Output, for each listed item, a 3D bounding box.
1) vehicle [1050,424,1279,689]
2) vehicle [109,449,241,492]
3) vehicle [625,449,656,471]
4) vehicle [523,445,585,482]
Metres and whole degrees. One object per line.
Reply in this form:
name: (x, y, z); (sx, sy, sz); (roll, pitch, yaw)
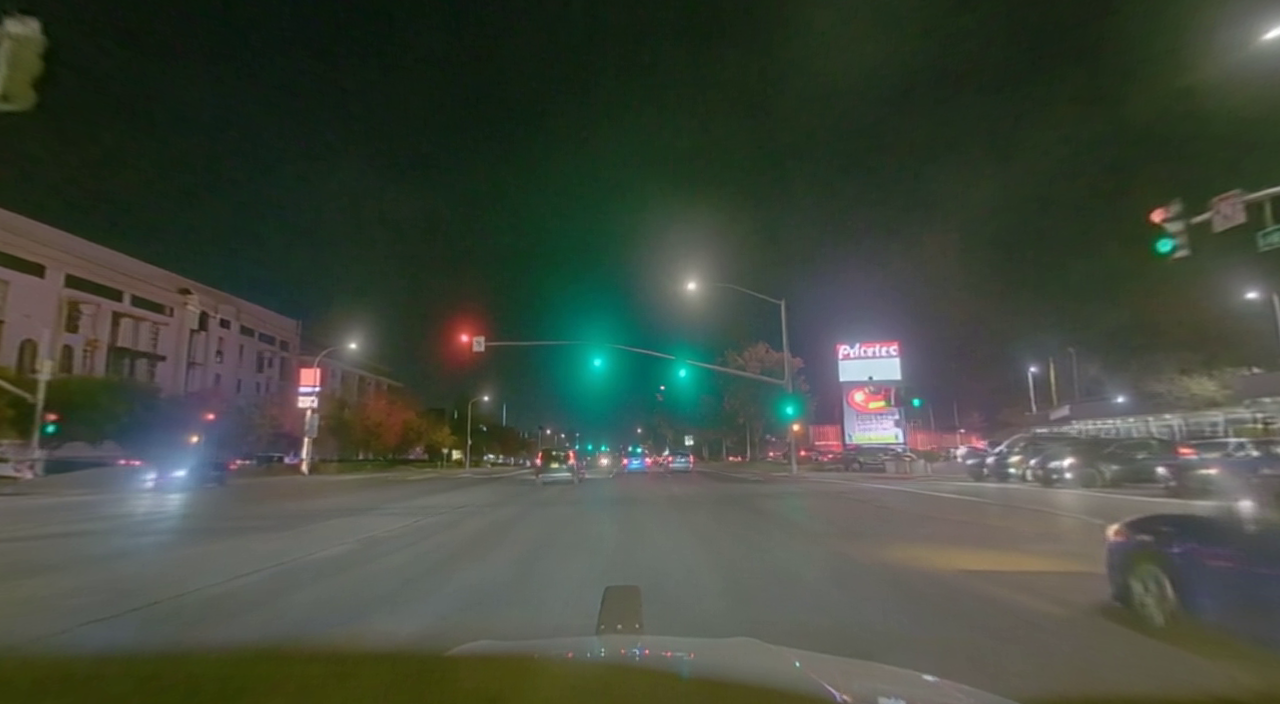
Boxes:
vehicle: (4.644, 1.094, 3.168); (2.119, 1.479, 4.910); (-1, -9, 4)
vehicle: (-21.828, 5.534, 30.073); (2.066, 1.835, 5.580); (0, -9, 0)
vehicle: (0.001, 7.547, 44.445); (2.072, 1.473, 4.139); (0, -9, -1)
vehicle: (-3.885, 5.116, 29.311); (2.035, 1.564, 4.702); (-1, -9, 2)
